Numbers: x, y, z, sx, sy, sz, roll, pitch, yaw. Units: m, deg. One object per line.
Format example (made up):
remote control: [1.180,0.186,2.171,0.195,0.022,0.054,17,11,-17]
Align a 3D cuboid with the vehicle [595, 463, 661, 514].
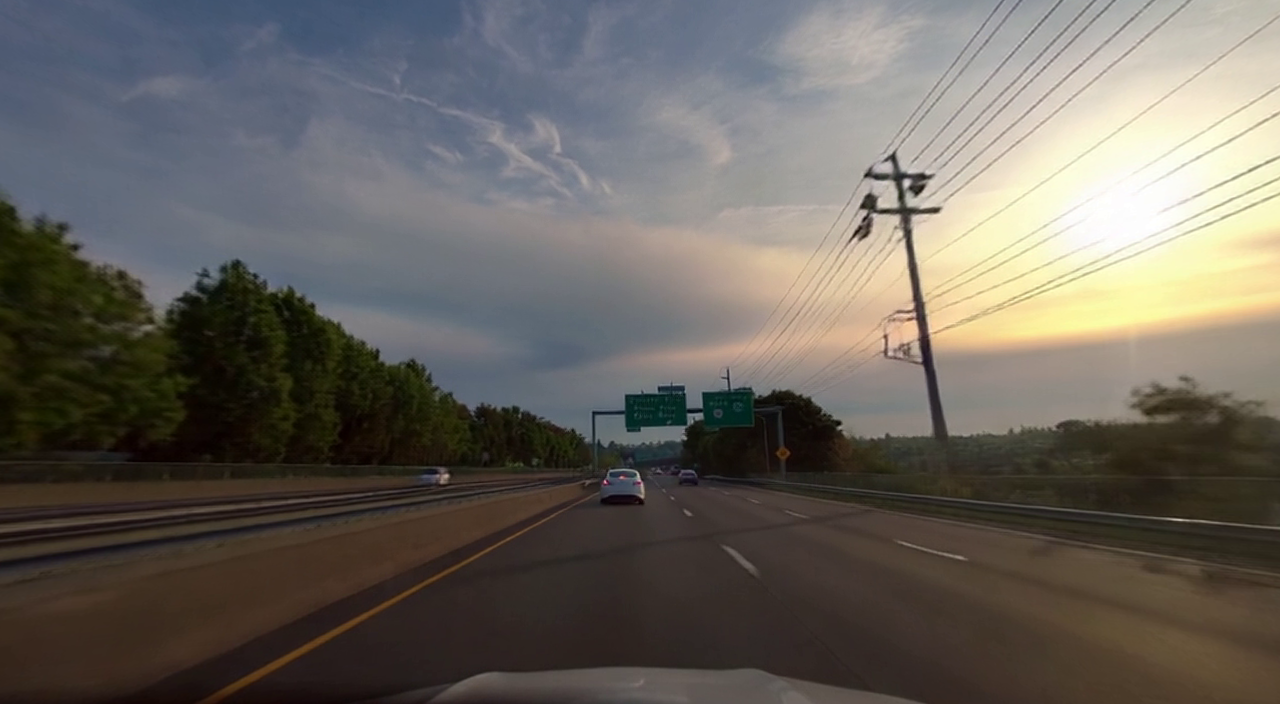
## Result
vehicle: [-0.364,4.471,20.959,1.987,1.480,3.786,1,-10,0]
